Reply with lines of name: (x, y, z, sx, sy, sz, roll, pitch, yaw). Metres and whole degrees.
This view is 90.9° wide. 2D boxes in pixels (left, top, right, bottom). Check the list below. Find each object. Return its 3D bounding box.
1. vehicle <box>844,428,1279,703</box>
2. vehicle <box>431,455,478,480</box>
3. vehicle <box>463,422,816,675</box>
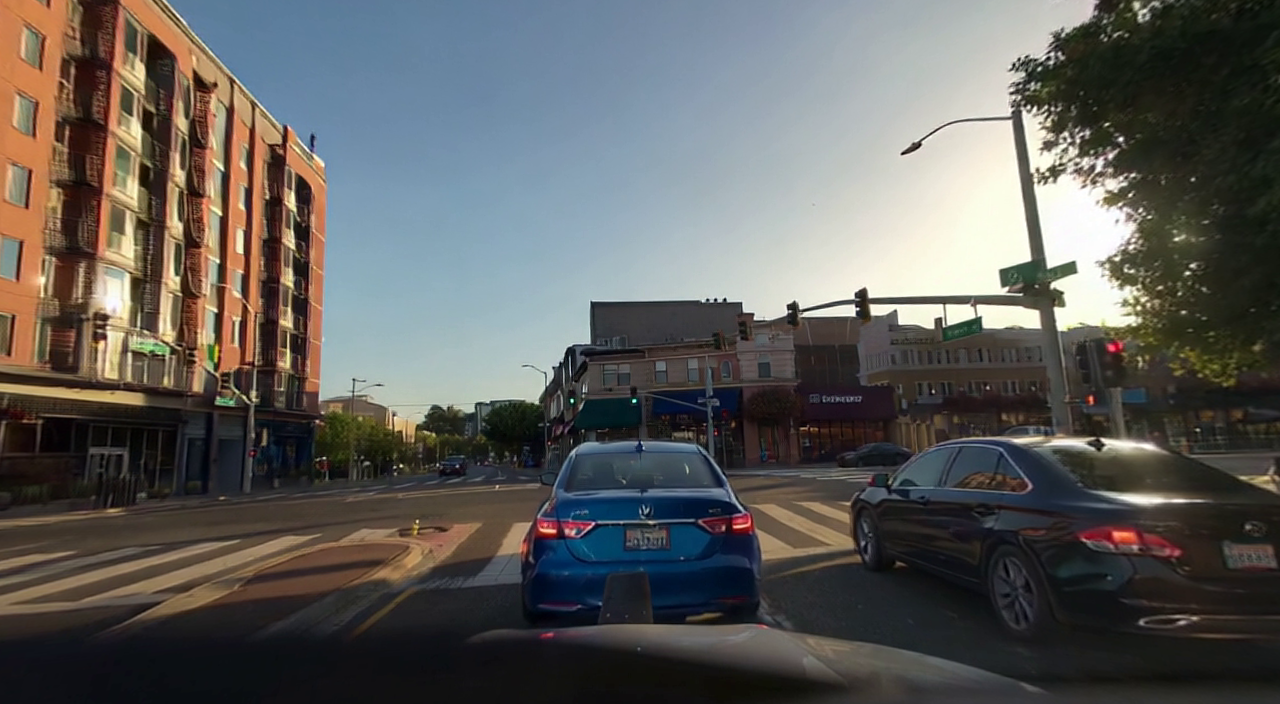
vehicle: (3.353, 1.408, 5.222, 1.860, 1.430, 4.089, 0, -8, -1)
vehicle: (-14.461, 9.016, 49.476, 2.126, 1.782, 4.880, 0, -8, 1)
vehicle: (-0.050, 1.471, 5.861, 2.094, 1.481, 4.078, 0, -8, -2)
